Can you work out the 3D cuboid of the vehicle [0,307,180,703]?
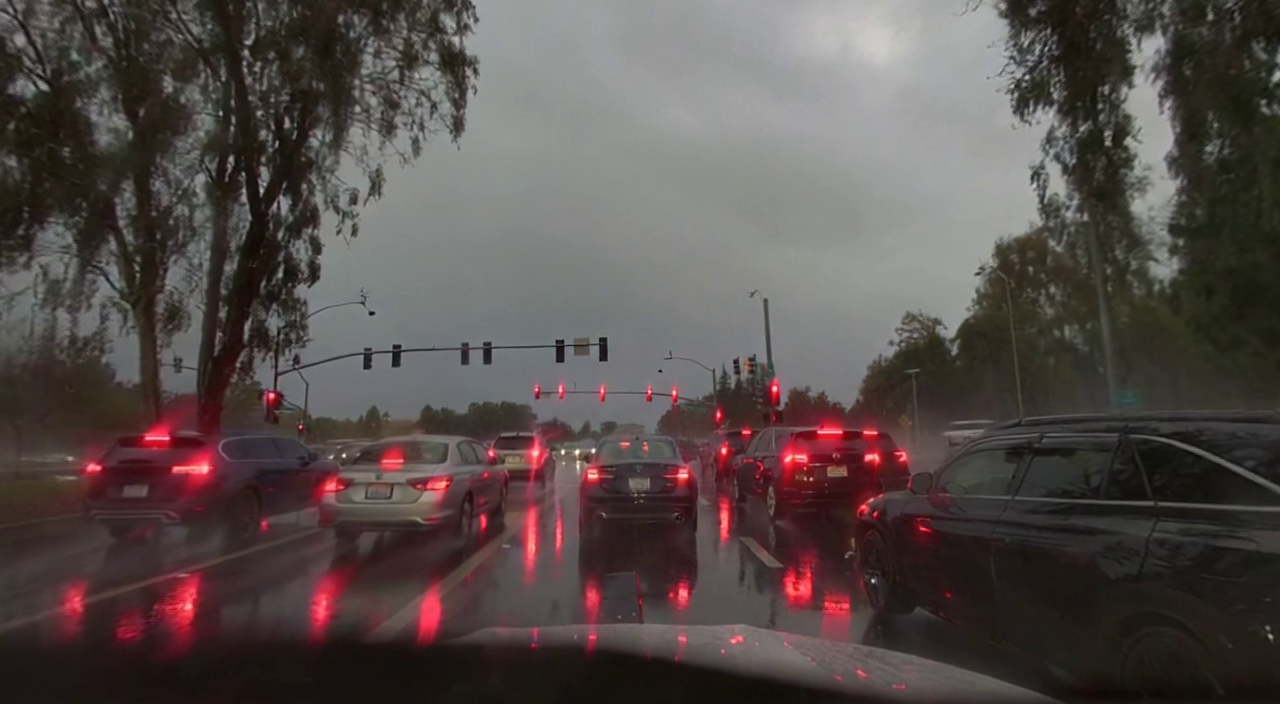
[{"bbox_3d":[-3.208,0.499,0.616,2.079,1.756,4.676,0,-8,-2],"label":"vehicle"}]

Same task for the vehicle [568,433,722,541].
[{"bbox_3d":[-0.003,2.098,10.424,2.076,1.438,3.770,0,-8,-2],"label":"vehicle"}]

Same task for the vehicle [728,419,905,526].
[{"bbox_3d":[3.082,2.199,12.048,2.106,1.667,4.101,0,-8,-1],"label":"vehicle"}]

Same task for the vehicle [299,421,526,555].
[{"bbox_3d":[-3.063,1.915,9.613,1.896,1.546,4.378,0,-8,-1],"label":"vehicle"}]

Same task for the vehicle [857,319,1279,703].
[{"bbox_3d":[3.150,0.980,3.746,2.074,1.685,4.387,0,-8,-1],"label":"vehicle"}]
